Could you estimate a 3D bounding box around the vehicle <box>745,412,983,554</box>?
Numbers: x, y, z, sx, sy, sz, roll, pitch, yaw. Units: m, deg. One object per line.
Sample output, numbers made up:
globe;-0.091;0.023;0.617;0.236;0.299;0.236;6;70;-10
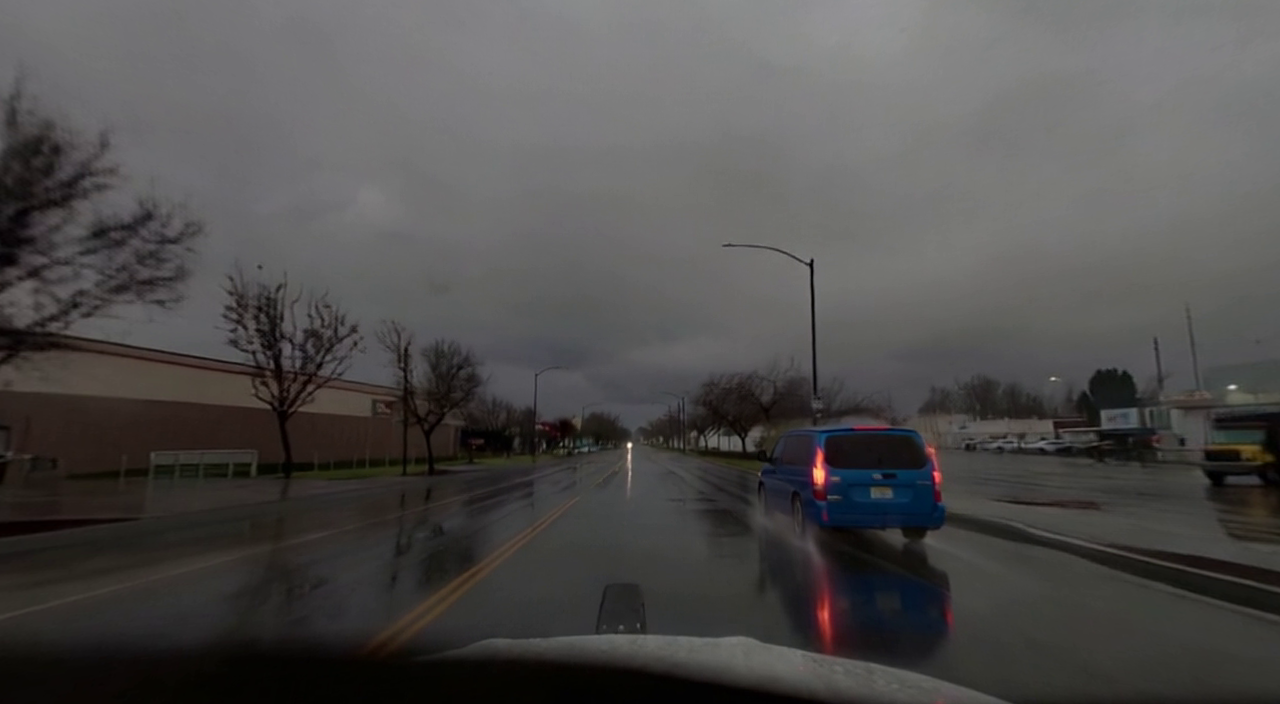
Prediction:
vehicle;3.315;2.060;10.649;2.202;1.822;4.826;0;-8;-1
